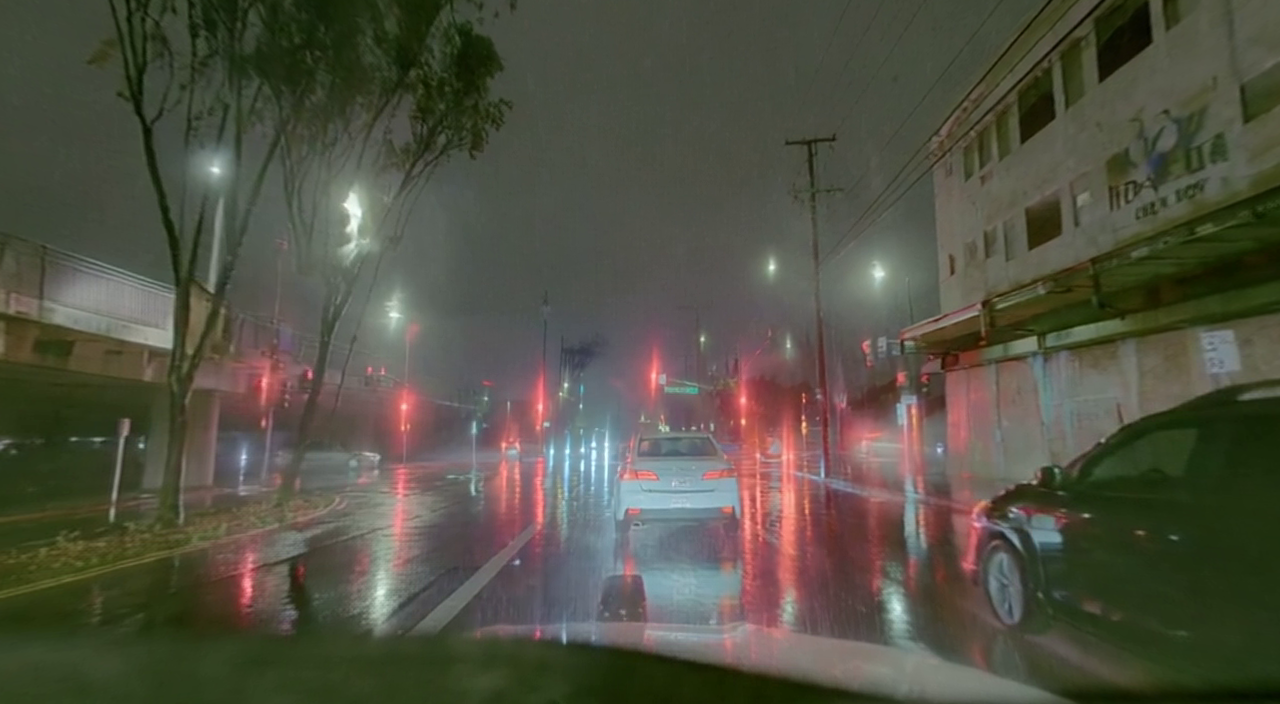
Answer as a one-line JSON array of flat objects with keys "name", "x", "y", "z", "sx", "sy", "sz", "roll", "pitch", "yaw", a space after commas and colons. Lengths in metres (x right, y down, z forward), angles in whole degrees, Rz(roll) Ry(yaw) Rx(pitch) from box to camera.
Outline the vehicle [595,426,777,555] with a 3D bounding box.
[{"name": "vehicle", "x": 0.551, "y": 1.911, "z": 9.442, "sx": 2.101, "sy": 1.467, "sz": 4.210, "roll": 0, "pitch": -8, "yaw": 1}]

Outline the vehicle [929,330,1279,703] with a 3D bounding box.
[{"name": "vehicle", "x": 3.540, "y": 0.916, "z": 3.174, "sx": 2.062, "sy": 1.781, "sz": 4.488, "roll": 0, "pitch": -8, "yaw": 1}]

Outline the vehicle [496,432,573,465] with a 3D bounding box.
[{"name": "vehicle", "x": -6.501, "y": 6.068, "z": 39.777, "sx": 2.322, "sy": 1.916, "sz": 5.640, "roll": -3, "pitch": -9, "yaw": 19}]

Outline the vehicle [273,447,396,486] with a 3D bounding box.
[{"name": "vehicle", "x": -12.806, "y": 4.768, "z": 26.727, "sx": 1.873, "sy": 1.462, "sz": 4.283, "roll": -5, "pitch": -10, "yaw": 31}]

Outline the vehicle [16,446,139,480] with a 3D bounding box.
[{"name": "vehicle", "x": -29.277, "y": 5.749, "z": 32.909, "sx": 4.474, "sy": 1.673, "sz": 2.010, "roll": 0, "pitch": -8, "yaw": 1}]

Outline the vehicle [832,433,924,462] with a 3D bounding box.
[{"name": "vehicle", "x": 13.099, "y": 5.263, "z": 34.787, "sx": 4.302, "sy": 1.543, "sz": 1.860, "roll": 1, "pitch": -8, "yaw": -10}]
